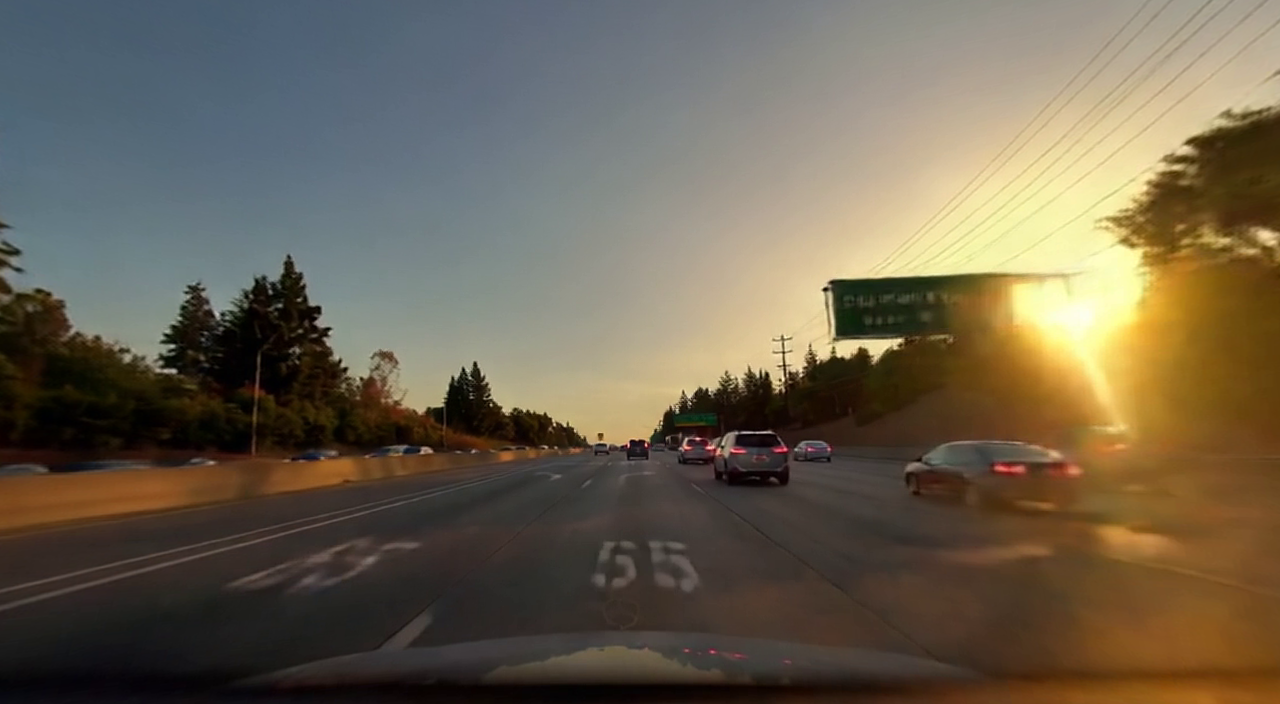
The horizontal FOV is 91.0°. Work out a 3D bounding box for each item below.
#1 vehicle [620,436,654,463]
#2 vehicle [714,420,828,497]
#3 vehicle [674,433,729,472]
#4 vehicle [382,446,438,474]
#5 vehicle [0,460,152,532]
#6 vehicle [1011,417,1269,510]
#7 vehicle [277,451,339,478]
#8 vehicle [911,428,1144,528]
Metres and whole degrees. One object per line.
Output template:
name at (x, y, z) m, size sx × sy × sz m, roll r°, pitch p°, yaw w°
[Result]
vehicle at (-0.252, 7.015, 45.355) m, size 2.314 × 1.796 × 4.254 m, roll 0°, pitch -8°, yaw -1°
vehicle at (3.507, 2.971, 17.900) m, size 2.095 × 1.886 × 4.727 m, roll 0°, pitch -8°, yaw -2°
vehicle at (3.017, 5.054, 31.871) m, size 2.152 × 1.821 × 4.853 m, roll 0°, pitch -8°, yaw -2°
vehicle at (-15.557, 7.311, 42.845) m, size 1.944 × 1.747 × 4.657 m, roll 0°, pitch -8°, yaw 1°
vehicle at (-15.260, 3.580, 16.074) m, size 1.878 × 1.486 × 4.580 m, roll 0°, pitch -8°, yaw 0°
vehicle at (10.726, 2.421, 14.112) m, size 1.925 × 1.708 × 4.643 m, roll 0°, pitch -8°, yaw 0°
vehicle at (-23.015, 7.799, 43.843) m, size 1.912 × 1.694 × 4.479 m, roll 0°, pitch -8°, yaw -1°
vehicle at (6.848, 2.233, 11.699) m, size 1.836 × 1.527 × 3.783 m, roll 0°, pitch -8°, yaw -1°
